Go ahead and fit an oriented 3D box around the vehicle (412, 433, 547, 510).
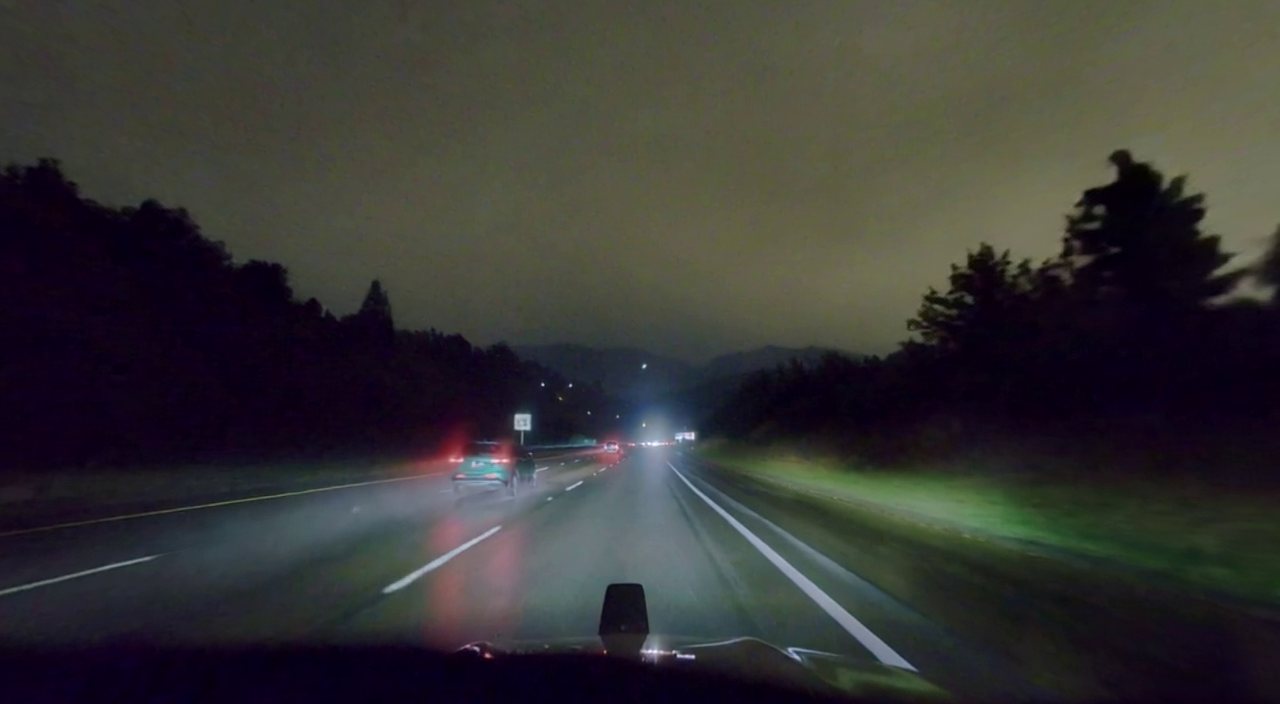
[{"bbox_3d":[-3.594,2.751,15.000,1.993,1.538,4.192,0,-8,2],"label":"vehicle"}]
